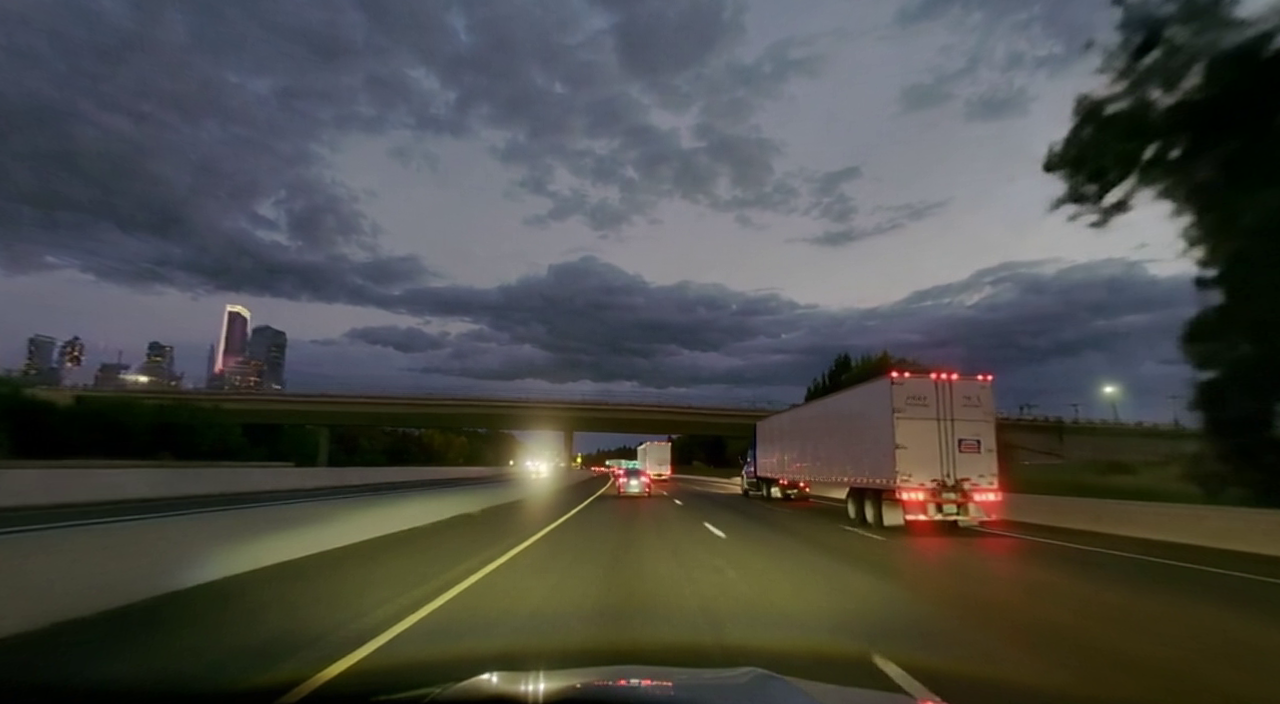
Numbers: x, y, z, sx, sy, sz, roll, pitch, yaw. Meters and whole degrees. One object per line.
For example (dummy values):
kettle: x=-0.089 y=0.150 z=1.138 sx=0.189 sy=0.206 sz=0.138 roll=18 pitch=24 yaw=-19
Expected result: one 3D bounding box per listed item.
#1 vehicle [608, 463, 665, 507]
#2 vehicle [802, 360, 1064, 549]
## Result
vehicle: x=-0.141 y=5.133 z=24.504 sx=2.067 sy=1.552 sz=3.601 roll=1 pitch=-11 yaw=-1
vehicle: x=6.814 y=2.748 z=16.563 sx=2.839 sy=3.684 sz=8.091 roll=1 pitch=-11 yaw=-1
